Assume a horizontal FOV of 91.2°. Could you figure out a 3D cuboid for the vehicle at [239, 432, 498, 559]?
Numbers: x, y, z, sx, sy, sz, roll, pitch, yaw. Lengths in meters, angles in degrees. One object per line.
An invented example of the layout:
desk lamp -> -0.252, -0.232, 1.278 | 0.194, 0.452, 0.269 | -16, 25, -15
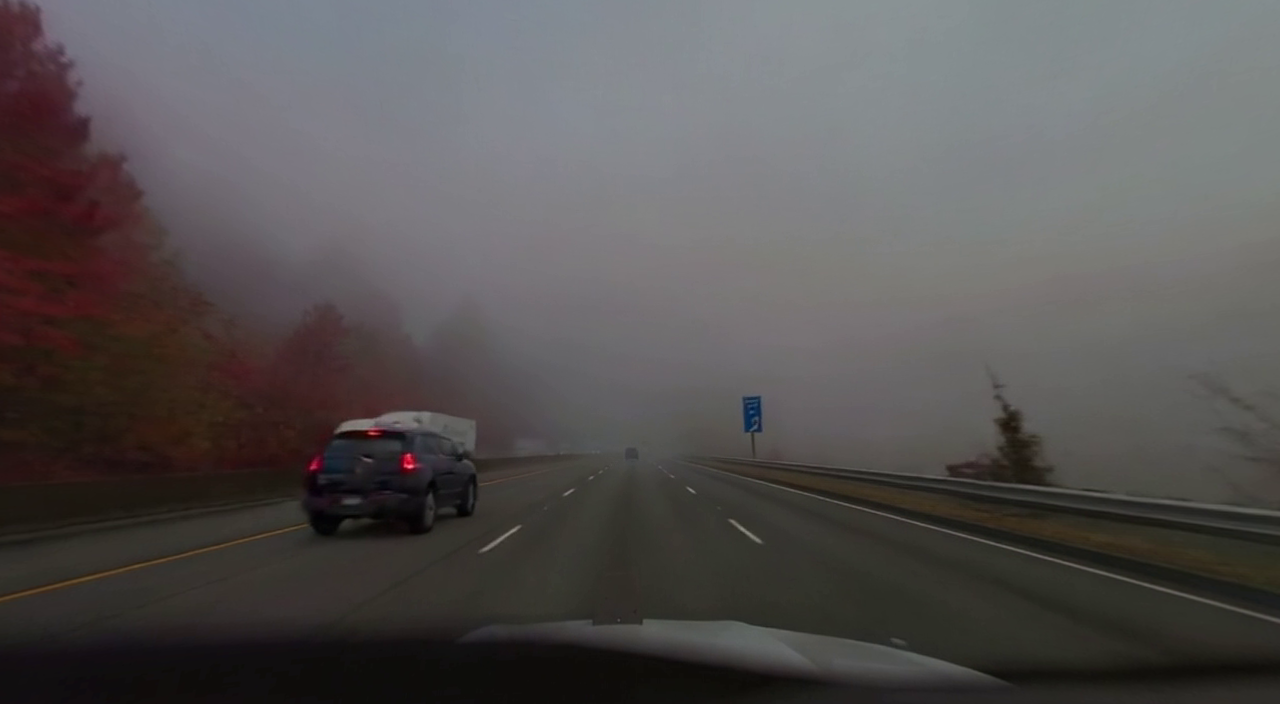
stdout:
vehicle -> -3.978, 2.193, 10.337 | 2.153, 1.577, 4.707 | 0, -9, 0
